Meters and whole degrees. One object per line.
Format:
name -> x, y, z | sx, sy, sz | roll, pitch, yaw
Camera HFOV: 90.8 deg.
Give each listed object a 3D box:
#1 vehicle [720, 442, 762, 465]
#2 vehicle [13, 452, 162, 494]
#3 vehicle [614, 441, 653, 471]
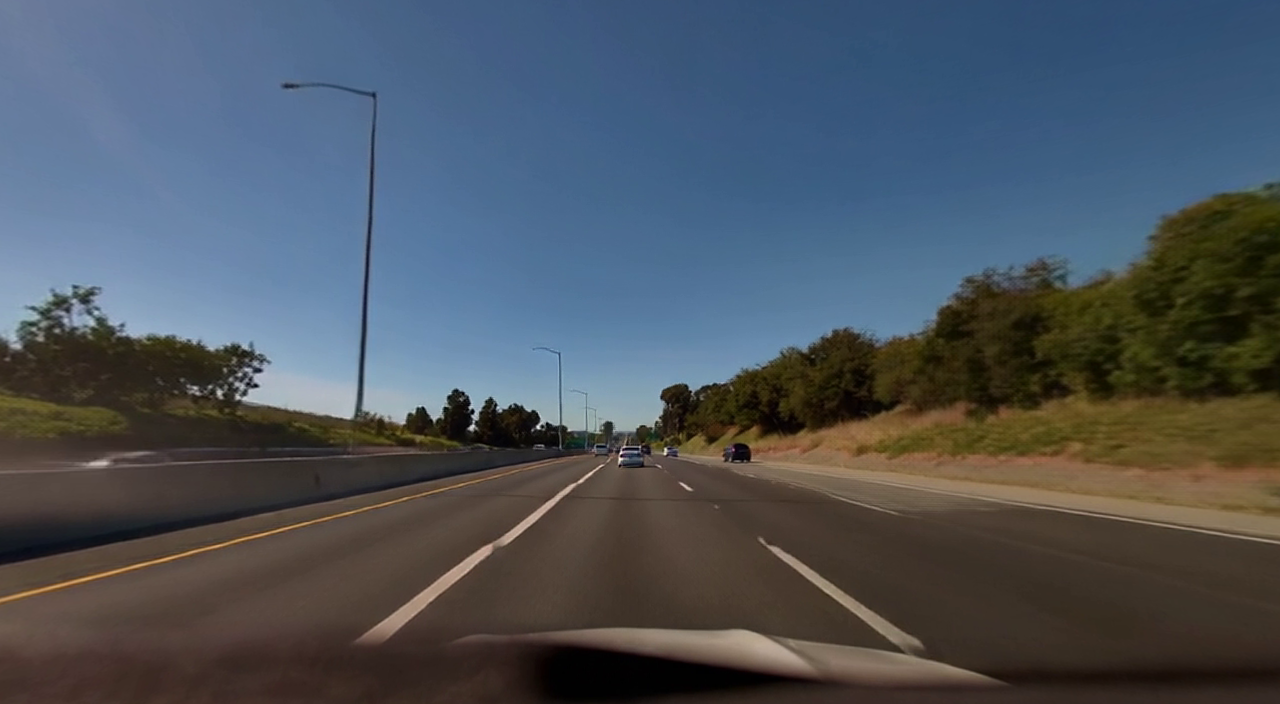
vehicle -> 6.752, 6.828, 42.580 | 1.935, 1.478, 4.433 | 0, -9, -2
vehicle -> -22.014, 4.799, 25.503 | 1.939, 1.456, 4.659 | 0, -9, -3
vehicle -> -0.382, 5.582, 34.087 | 1.985, 1.457, 4.227 | 0, -9, -1
